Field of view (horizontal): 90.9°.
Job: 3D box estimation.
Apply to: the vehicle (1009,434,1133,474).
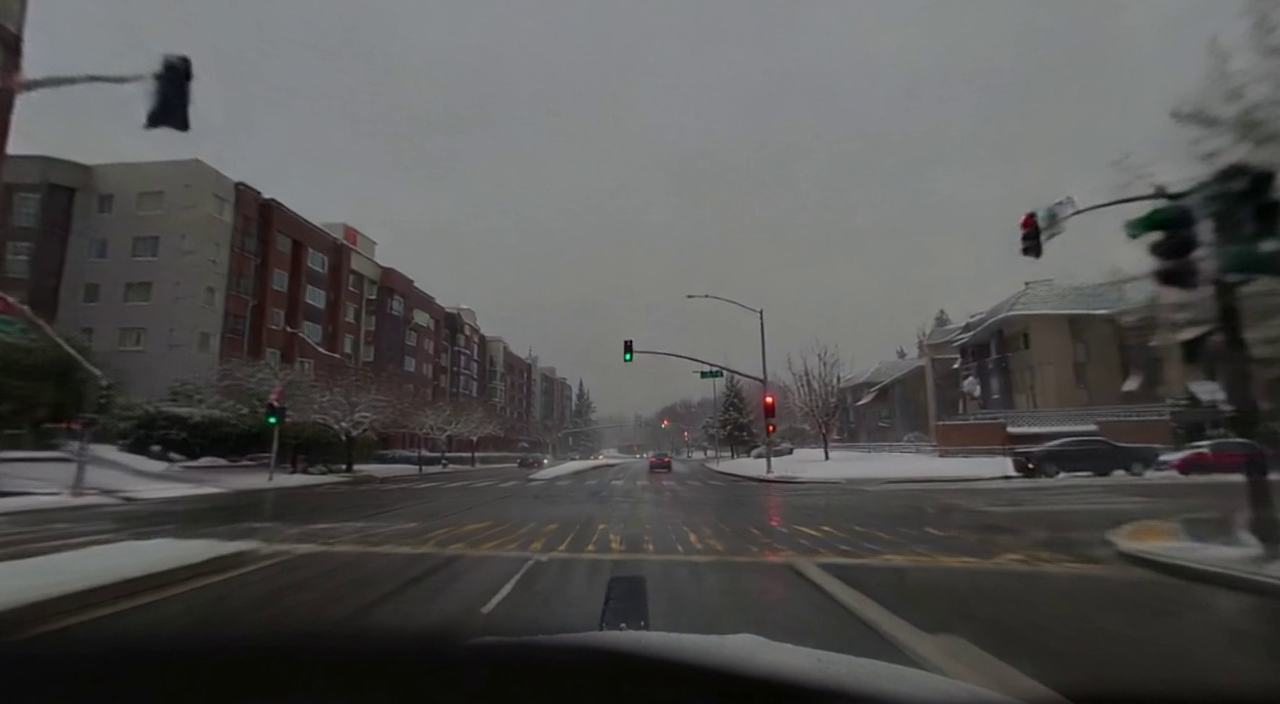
[{"bbox_3d":[18.555,4.404,27.266,4.009,1.620,1.882,0,-9,-4],"label":"vehicle"}]
